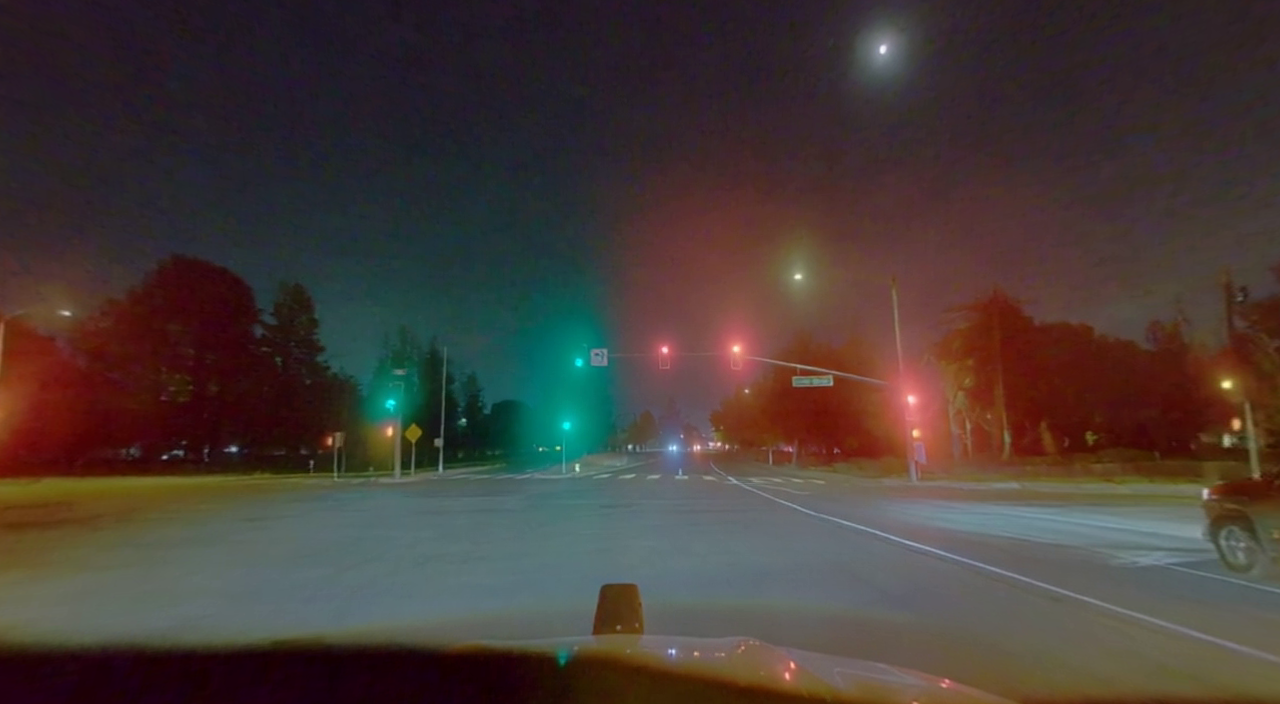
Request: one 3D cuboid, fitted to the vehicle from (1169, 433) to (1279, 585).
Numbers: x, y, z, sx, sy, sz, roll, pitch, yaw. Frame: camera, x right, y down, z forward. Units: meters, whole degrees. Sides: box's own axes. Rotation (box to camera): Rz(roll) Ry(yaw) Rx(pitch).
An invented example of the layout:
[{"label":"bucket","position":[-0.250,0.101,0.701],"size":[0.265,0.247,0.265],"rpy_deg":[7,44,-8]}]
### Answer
[{"label":"vehicle","position":[7.370,1.512,5.921],"size":[1.797,1.518,3.433],"rpy_deg":[0,-9,0]}]
